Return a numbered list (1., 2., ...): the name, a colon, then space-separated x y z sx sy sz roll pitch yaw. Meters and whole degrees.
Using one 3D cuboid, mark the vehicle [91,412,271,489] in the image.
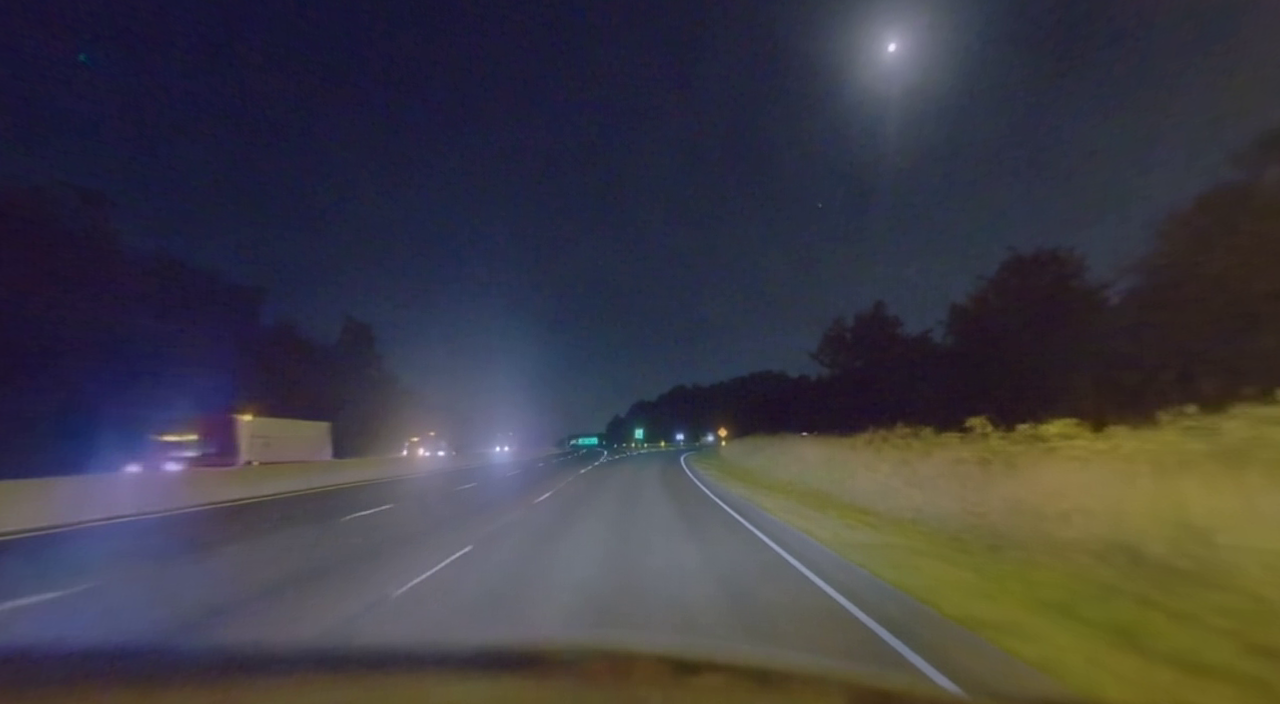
1. vehicle: -16.690 3.642 23.388 2.414 2.495 5.613 0 -9 0
